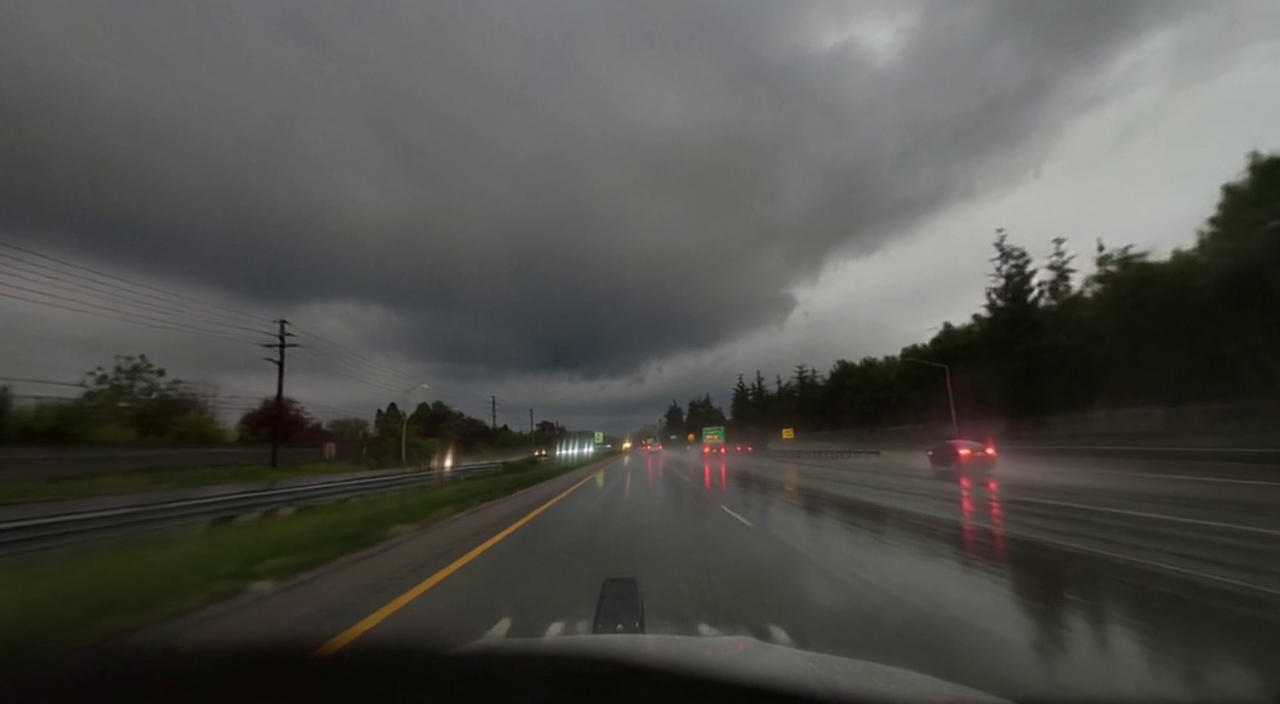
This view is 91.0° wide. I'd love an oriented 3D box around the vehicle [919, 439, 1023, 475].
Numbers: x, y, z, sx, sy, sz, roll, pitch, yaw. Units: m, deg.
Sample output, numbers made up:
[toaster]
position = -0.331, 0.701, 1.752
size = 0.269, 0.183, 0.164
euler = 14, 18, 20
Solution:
[vehicle]
position = 14.616, 4.656, 28.149
size = 2.089, 1.484, 4.573
euler = 0, -9, -1
